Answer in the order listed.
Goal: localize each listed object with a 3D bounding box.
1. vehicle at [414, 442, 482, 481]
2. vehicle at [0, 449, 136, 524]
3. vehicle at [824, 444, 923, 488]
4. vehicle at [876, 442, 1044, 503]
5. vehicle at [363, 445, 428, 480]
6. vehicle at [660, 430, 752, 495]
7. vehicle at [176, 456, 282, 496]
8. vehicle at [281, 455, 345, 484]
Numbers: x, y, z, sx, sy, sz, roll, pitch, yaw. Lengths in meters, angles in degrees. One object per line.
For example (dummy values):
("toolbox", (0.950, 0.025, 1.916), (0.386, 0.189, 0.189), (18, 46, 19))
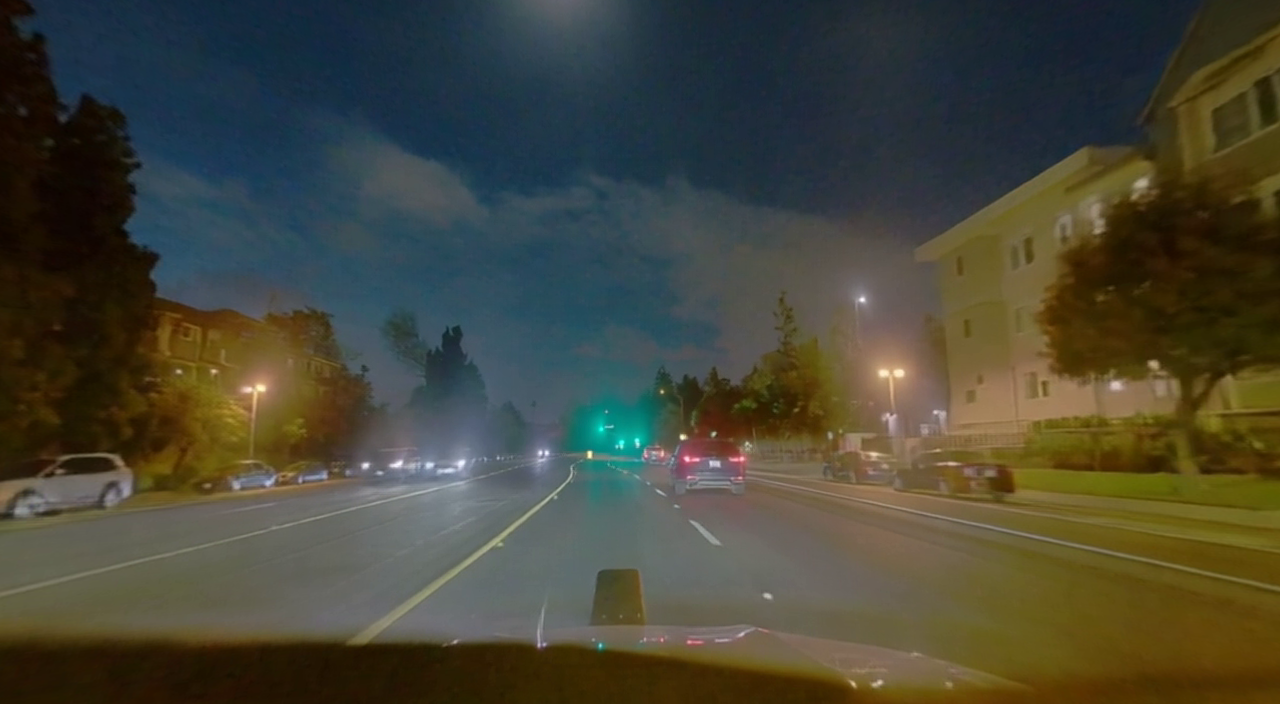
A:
("vehicle", (-9.024, 5.163, 30.047), (2.033, 1.685, 4.420), (0, -8, -3))
("vehicle", (-17.862, 3.855, 18.471), (2.182, 1.840, 5.105), (-2, -8, -2))
("vehicle", (8.633, 4.237, 23.867), (1.858, 1.489, 4.556), (0, -8, -2))
("vehicle", (8.945, 3.387, 18.329), (1.936, 1.485, 5.111), (0, -8, -4))
("vehicle", (-13.162, 5.948, 34.298), (1.925, 1.717, 4.389), (0, -8, -3))
("vehicle", (1.906, 3.387, 19.744), (2.085, 1.763, 4.490), (0, -8, -4))
("vehicle", (-19.098, 5.761, 29.667), (1.979, 1.489, 4.902), (-1, -7, -4))
("vehicle", (-19.980, 7.142, 38.813), (1.999, 1.462, 4.516), (-1, -7, -7))
